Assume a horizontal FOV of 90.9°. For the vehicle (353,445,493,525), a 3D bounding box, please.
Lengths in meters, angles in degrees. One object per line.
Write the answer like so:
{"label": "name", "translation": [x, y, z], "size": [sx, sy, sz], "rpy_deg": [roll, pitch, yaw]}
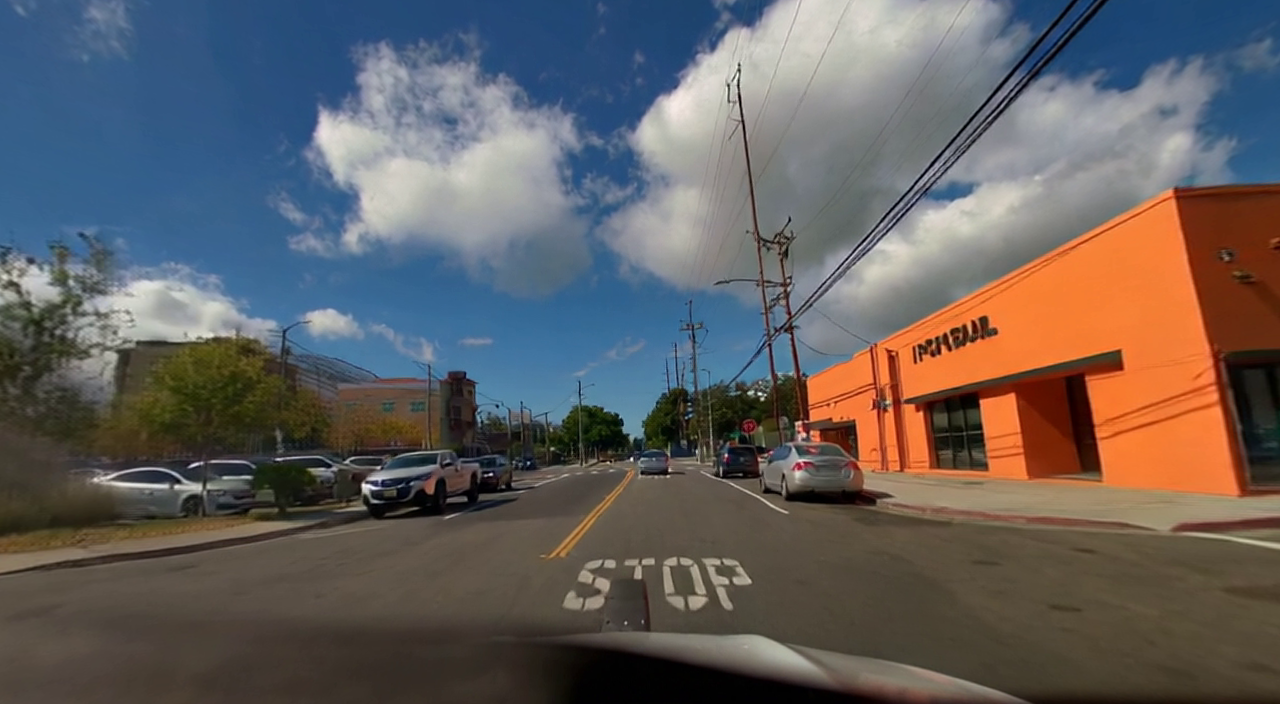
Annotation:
{"label": "vehicle", "translation": [-5.705, 3.506, 17.426], "size": [2.146, 1.775, 5.117], "rpy_deg": [0, -8, -1]}

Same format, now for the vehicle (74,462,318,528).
{"label": "vehicle", "translation": [-11.632, 3.759, 16.833], "size": [4.968, 1.493, 1.961], "rpy_deg": [0, -8, -2]}

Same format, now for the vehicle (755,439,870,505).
{"label": "vehicle", "translation": [4.313, 3.031, 16.516], "size": [1.840, 1.452, 4.517], "rpy_deg": [-1, -8, 1]}

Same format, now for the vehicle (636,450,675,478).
{"label": "vehicle", "translation": [0.983, 6.535, 37.054], "size": [2.033, 1.464, 4.645], "rpy_deg": [-1, -8, 5]}
